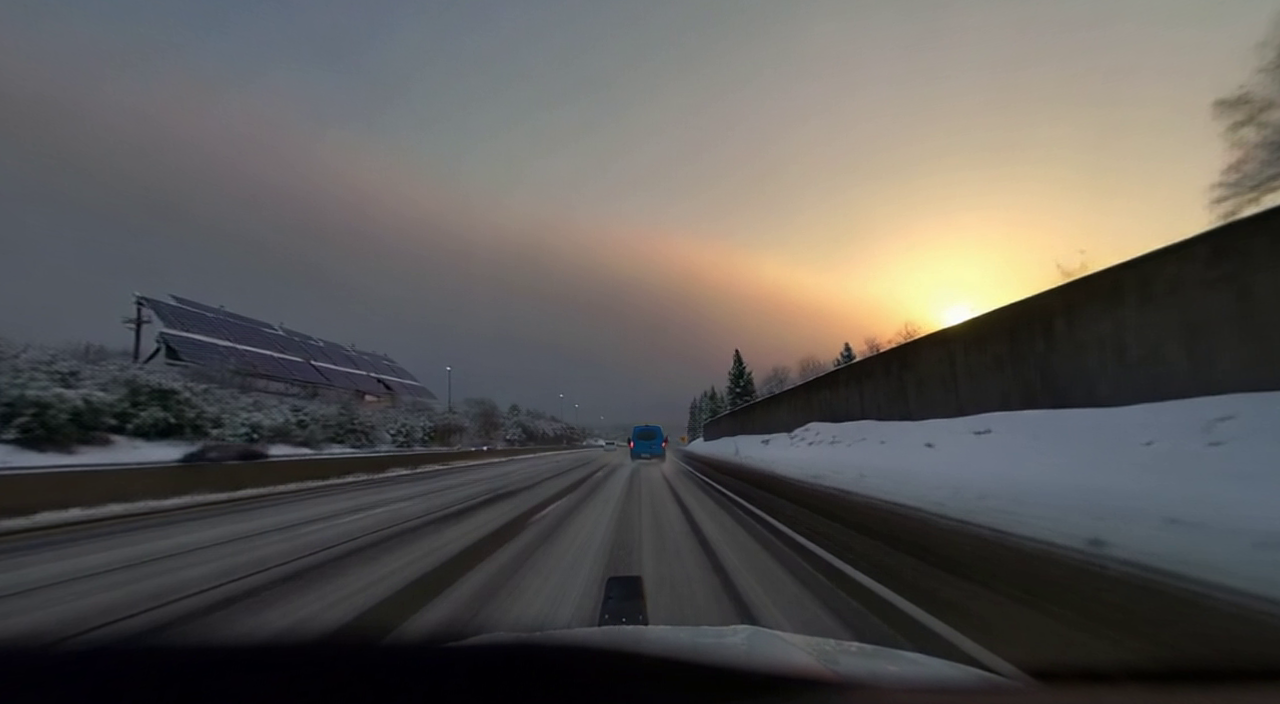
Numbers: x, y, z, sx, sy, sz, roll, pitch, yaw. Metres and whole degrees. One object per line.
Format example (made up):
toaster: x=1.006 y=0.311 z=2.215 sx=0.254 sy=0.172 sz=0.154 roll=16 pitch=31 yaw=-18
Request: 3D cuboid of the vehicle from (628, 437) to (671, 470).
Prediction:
vehicle: x=0.459 y=4.952 z=30.846 sx=1.997 sy=1.484 sz=3.409 roll=0 pitch=-8 yaw=1
